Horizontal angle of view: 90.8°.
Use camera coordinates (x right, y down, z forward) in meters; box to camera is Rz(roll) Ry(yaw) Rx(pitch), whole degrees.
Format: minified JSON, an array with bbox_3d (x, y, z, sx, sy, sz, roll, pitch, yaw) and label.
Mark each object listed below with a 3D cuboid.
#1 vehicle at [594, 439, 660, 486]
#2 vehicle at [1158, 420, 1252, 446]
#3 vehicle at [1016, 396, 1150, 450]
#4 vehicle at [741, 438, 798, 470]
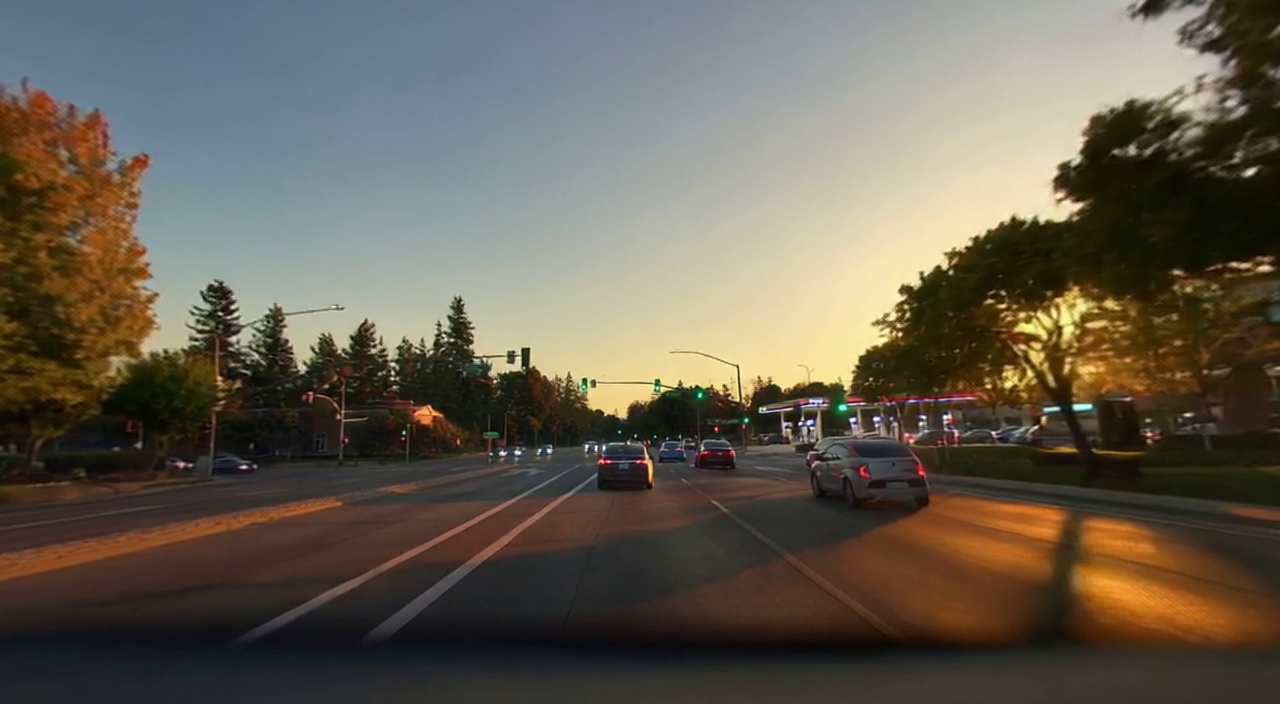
[{"bbox_3d":[-0.399,3.715,21.540,2.040,1.451,3.736,0,-8,0],"label":"vehicle"},{"bbox_3d":[37.653,5.471,42.243,1.879,1.650,4.496,1,-9,-5],"label":"vehicle"},{"bbox_3d":[29.059,4.855,42.043,2.940,3.265,7.968,0,-9,-1],"label":"vehicle"},{"bbox_3d":[6.388,5.097,31.685,1.890,1.489,4.396,0,-8,-1],"label":"vehicle"}]
